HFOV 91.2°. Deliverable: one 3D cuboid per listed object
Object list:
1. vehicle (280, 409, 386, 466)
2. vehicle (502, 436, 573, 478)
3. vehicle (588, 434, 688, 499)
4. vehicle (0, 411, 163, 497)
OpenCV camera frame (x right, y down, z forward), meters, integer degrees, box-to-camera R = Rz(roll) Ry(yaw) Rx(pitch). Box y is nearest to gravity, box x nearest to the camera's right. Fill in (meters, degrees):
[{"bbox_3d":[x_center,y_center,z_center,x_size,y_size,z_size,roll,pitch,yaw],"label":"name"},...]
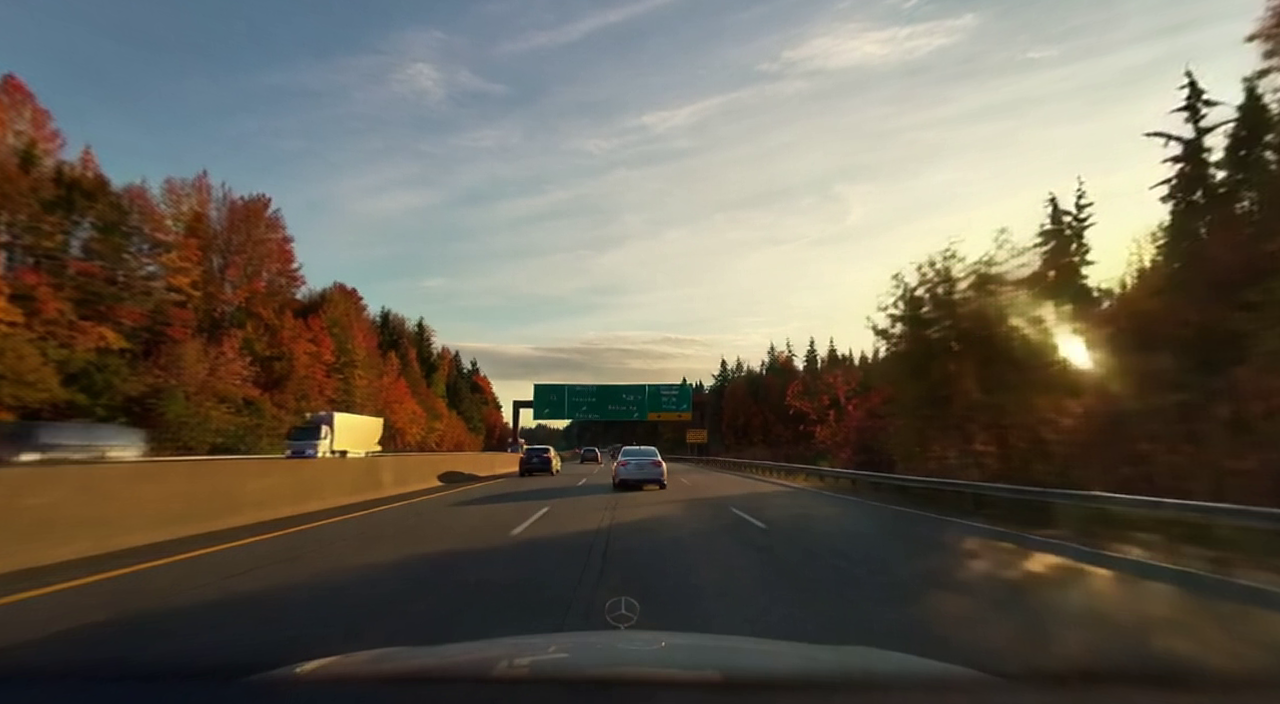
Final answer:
[{"bbox_3d":[-22.626,6.525,47.059,3.243,3.800,9.564,0,-9,-1],"label":"vehicle"},{"bbox_3d":[-4.457,4.671,27.992,2.545,1.679,4.267,0,-9,-1],"label":"vehicle"},{"bbox_3d":[-0.092,3.355,18.692,2.634,1.679,4.070,0,-9,-1],"label":"vehicle"},{"bbox_3d":[-15.796,2.692,16.613,2.107,1.969,5.204,0,-9,0],"label":"vehicle"}]
